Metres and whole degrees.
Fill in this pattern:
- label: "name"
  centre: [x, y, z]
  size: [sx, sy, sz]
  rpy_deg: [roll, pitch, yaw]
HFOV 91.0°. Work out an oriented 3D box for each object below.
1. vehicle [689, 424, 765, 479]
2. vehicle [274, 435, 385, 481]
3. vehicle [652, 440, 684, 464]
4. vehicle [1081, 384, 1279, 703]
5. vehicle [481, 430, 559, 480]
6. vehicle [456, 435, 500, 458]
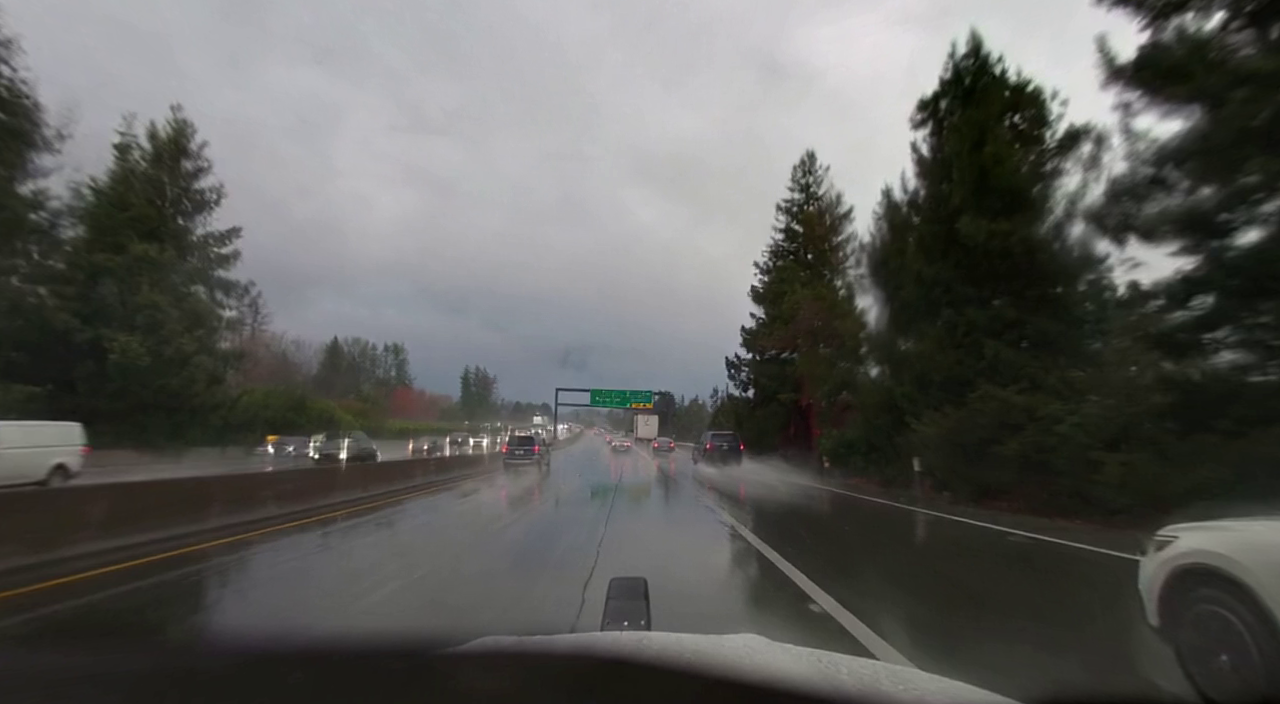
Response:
- label: "vehicle"
  centre: [3.269, 3.902, 24.990]
  size: [2.207, 1.937, 5.610]
  rpy_deg: [0, -8, 0]
- label: "vehicle"
  centre: [-10.676, 3.639, 21.949]
  size: [1.944, 1.446, 3.739]
  rpy_deg: [0, -8, 0]
- label: "vehicle"
  centre: [1.701, 6.199, 39.167]
  size: [1.844, 1.462, 3.736]
  rpy_deg: [0, -8, 0]
- label: "vehicle"
  centre: [3.695, 0.727, 1.474]
  size: [2.127, 1.497, 4.445]
  rpy_deg: [0, -8, 1]
- label: "vehicle"
  centre: [-4.384, 3.824, 23.652]
  size: [2.058, 1.689, 4.315]
  rpy_deg: [0, -8, 0]
- label: "vehicle"
  centre: [-11.421, 6.739, 44.728]
  size: [1.948, 1.538, 4.322]
  rpy_deg: [0, -8, 0]
